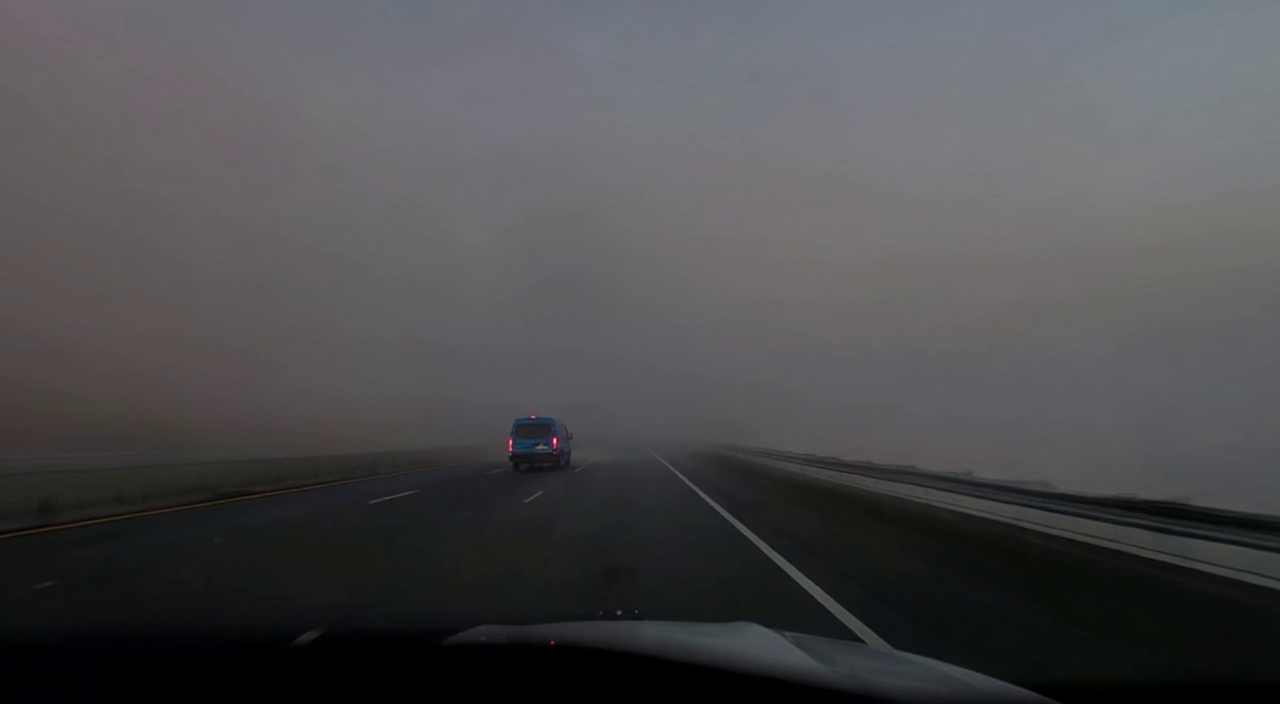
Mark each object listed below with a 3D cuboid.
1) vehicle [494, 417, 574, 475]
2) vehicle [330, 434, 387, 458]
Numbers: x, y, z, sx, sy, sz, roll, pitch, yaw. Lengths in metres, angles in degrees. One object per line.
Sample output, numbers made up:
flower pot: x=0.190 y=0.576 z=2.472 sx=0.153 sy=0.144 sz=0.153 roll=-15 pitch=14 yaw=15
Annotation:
vehicle: x=-4.029 y=3.659 z=24.791 sx=2.309 sy=2.053 sz=4.884 roll=0 pitch=-8 yaw=0
vehicle: x=-21.294 y=7.111 z=47.791 sx=2.024 sy=1.717 sz=5.039 roll=0 pitch=-8 yaw=-1
